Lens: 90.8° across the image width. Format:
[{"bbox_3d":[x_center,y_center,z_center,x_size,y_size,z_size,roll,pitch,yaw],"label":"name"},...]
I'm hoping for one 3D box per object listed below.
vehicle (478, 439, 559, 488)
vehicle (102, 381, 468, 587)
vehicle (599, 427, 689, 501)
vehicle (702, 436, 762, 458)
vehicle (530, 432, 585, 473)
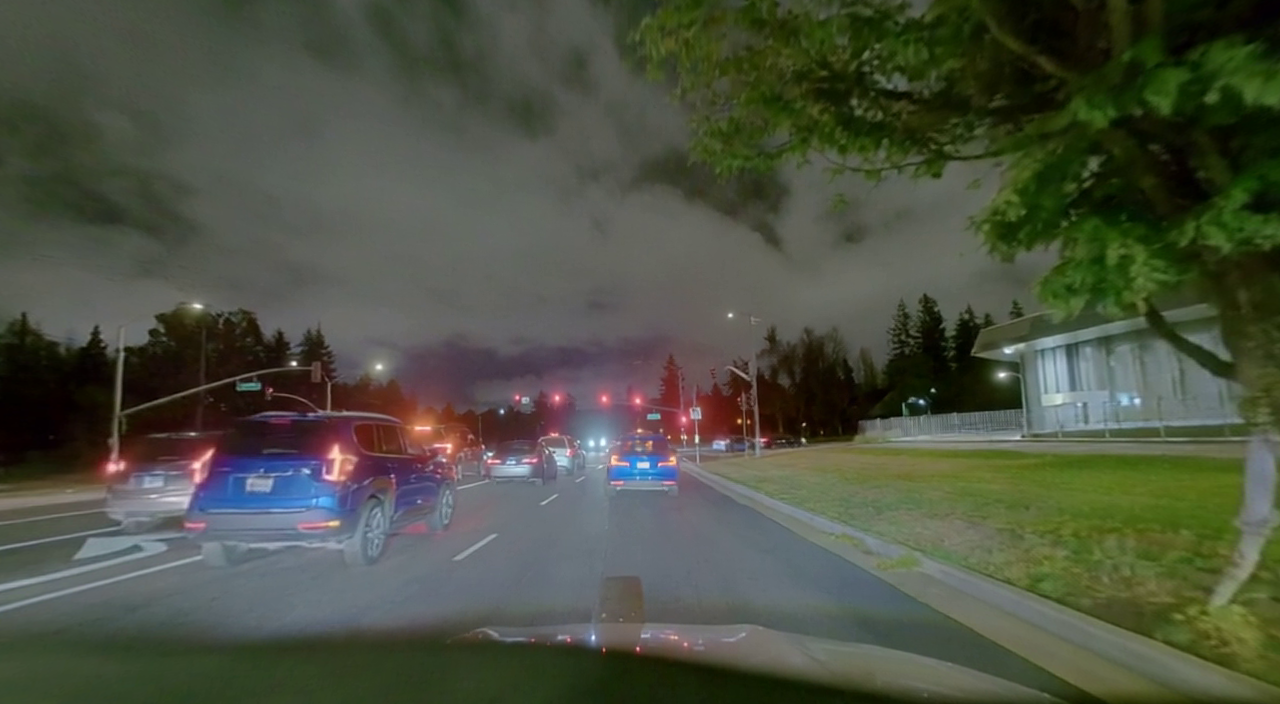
[{"bbox_3d":[-4.103,3.843,22.040,1.942,1.523,4.212,0,-9,0],"label":"vehicle"},{"bbox_3d":[-4.074,1.630,8.630,2.088,1.947,5.119,0,-9,-1],"label":"vehicle"},{"bbox_3d":[0.082,2.901,16.713,2.055,1.681,4.270,0,-9,0],"label":"vehicle"},{"bbox_3d":[6.772,7.011,46.558,4.265,1.498,1.826,-1,-9,8],"label":"vehicle"},{"bbox_3d":[-3.908,4.861,30.729,2.043,1.813,4.549,0,-9,0],"label":"vehicle"}]
